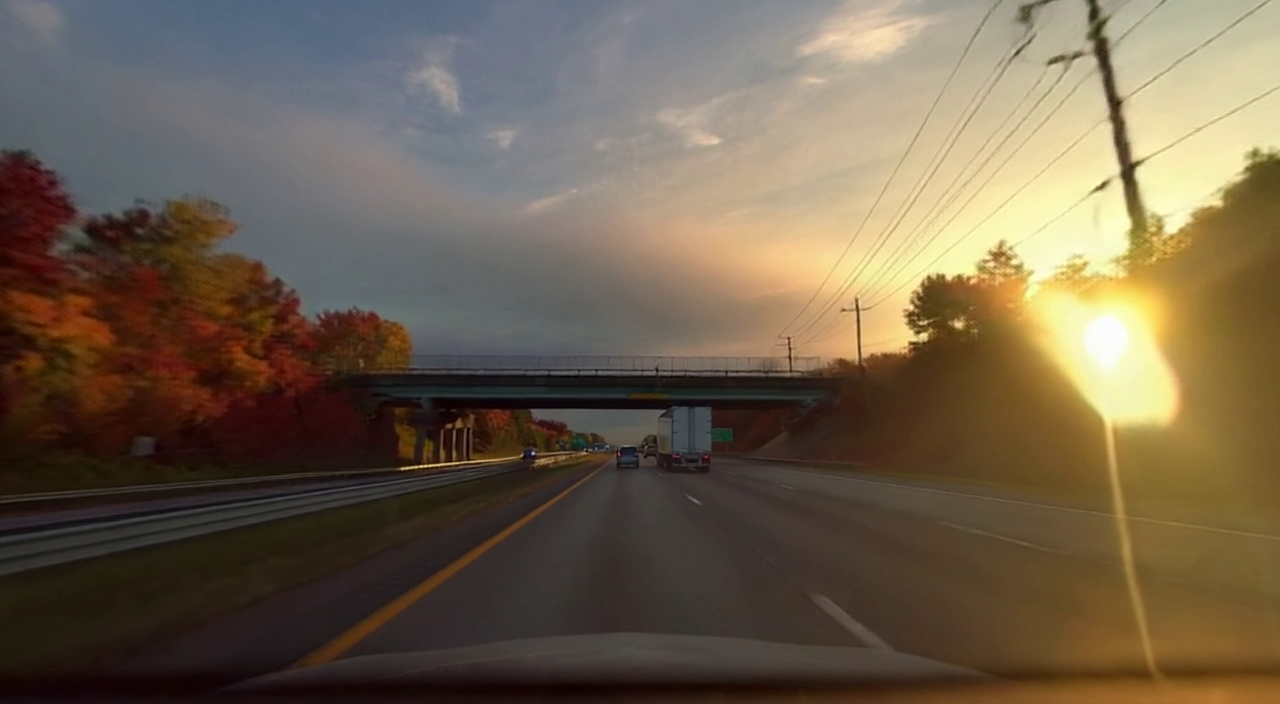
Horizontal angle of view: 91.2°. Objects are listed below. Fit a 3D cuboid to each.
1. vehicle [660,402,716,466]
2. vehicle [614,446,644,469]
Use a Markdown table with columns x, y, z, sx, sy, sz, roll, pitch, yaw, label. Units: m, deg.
| x | y | z | sx | sy | sz | roll | pitch | yaw | label |
| --- | --- | --- | --- | --- | --- | --- | --- | --- | --- |
| 3.450 | 6.599 | 49.246 | 2.956 | 4.281 | 14.327 | 0 | -9 | -1 | vehicle |
| -0.745 | 7.062 | 42.099 | 1.961 | 1.454 | 3.755 | 0 | -9 | -1 | vehicle |
